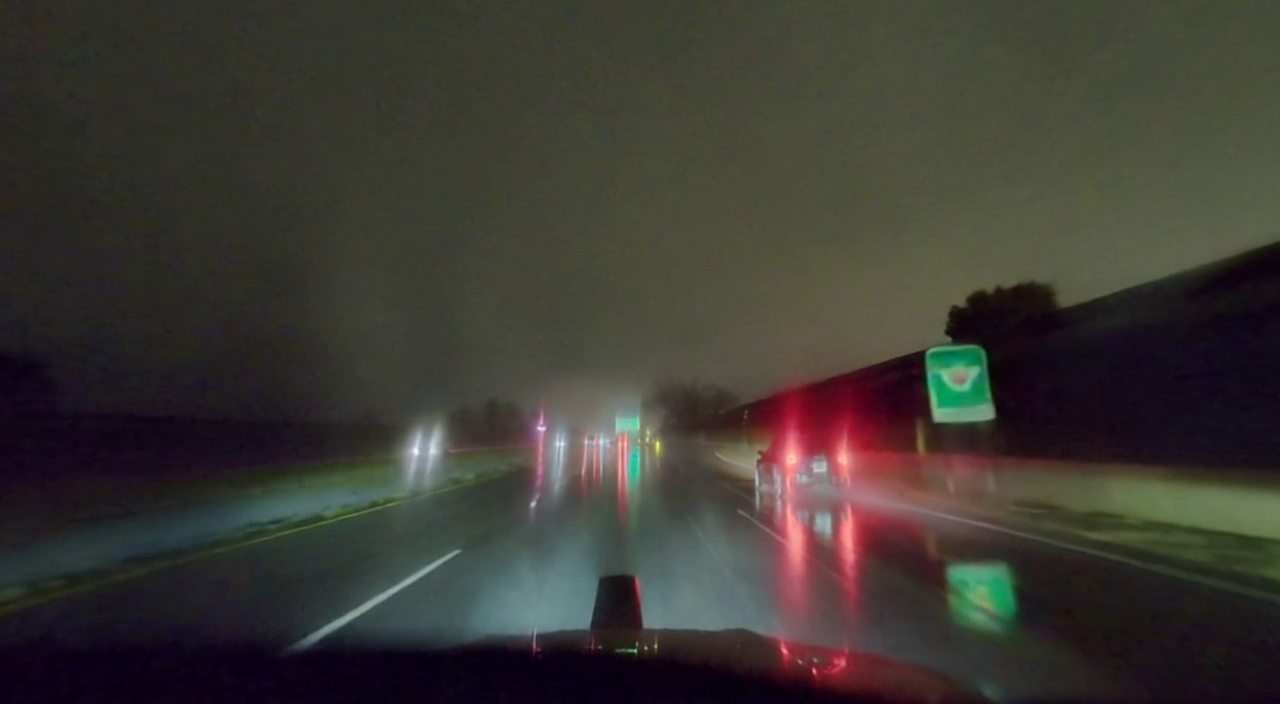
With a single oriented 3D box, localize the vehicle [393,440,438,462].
[{"bbox_3d":[-16.859,7.443,47.420,1.911,1.576,4.301,0,-8,-1],"label":"vehicle"}]
